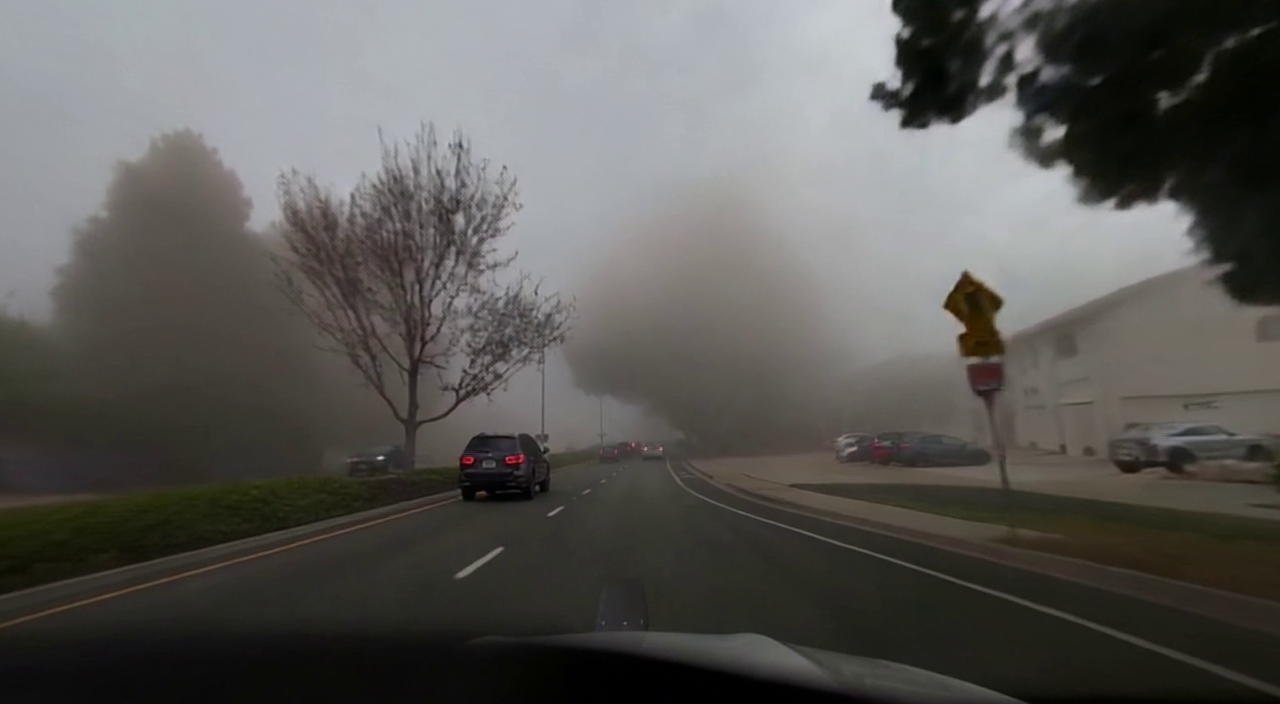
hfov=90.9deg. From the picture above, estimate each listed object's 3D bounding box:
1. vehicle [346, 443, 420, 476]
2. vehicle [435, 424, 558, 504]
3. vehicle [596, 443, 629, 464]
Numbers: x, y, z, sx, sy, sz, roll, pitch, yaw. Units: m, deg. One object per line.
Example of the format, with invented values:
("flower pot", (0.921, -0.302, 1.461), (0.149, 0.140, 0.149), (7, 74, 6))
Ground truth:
("vehicle", (-14.150, 5.924, 35.056), (2.063, 1.715, 4.650), (0, -8, 1))
("vehicle", (-3.503, 2.828, 16.360), (2.073, 1.770, 4.302), (0, -8, 2))
("vehicle", (-2.024, 7.746, 48.294), (2.119, 1.494, 4.624), (0, -8, 2))
